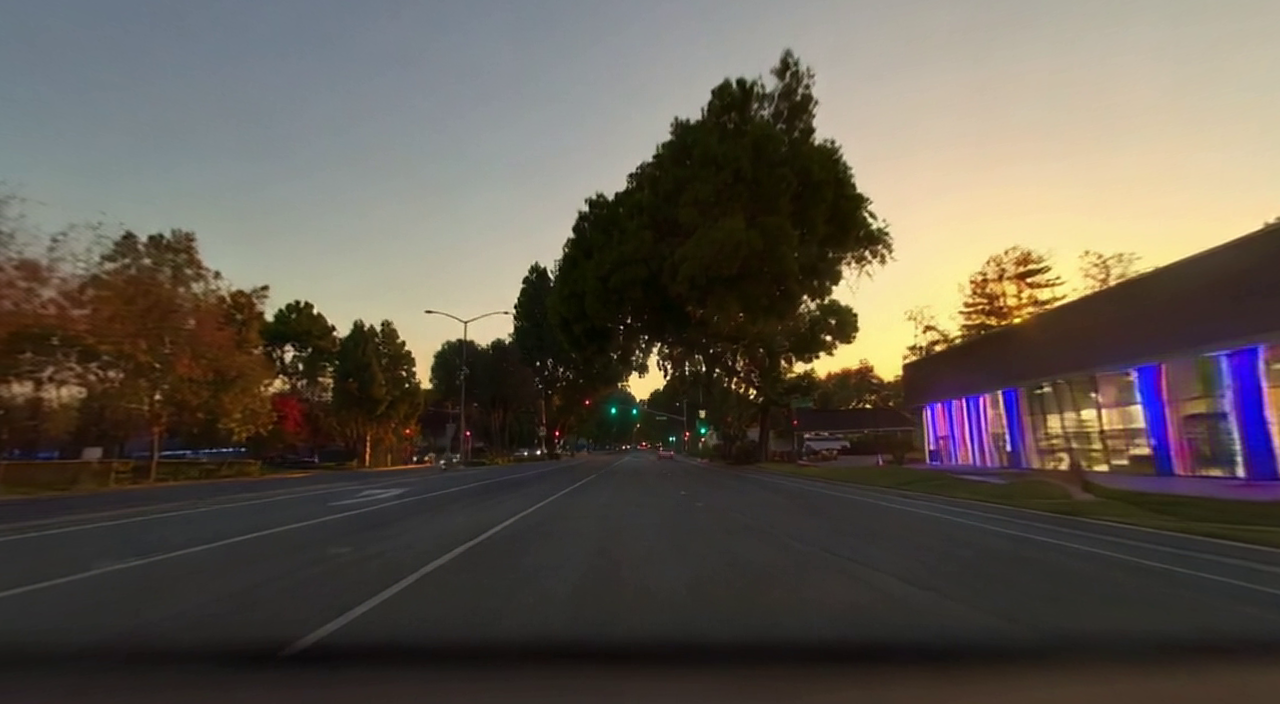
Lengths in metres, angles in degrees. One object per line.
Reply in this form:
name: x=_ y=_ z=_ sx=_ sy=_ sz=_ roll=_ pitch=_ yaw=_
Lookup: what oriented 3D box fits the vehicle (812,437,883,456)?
vehicle: x=16.329 y=7.481 z=49.726 sx=4.960 sy=1.505 sz=1.941 roll=0 pitch=-9 yaw=0
